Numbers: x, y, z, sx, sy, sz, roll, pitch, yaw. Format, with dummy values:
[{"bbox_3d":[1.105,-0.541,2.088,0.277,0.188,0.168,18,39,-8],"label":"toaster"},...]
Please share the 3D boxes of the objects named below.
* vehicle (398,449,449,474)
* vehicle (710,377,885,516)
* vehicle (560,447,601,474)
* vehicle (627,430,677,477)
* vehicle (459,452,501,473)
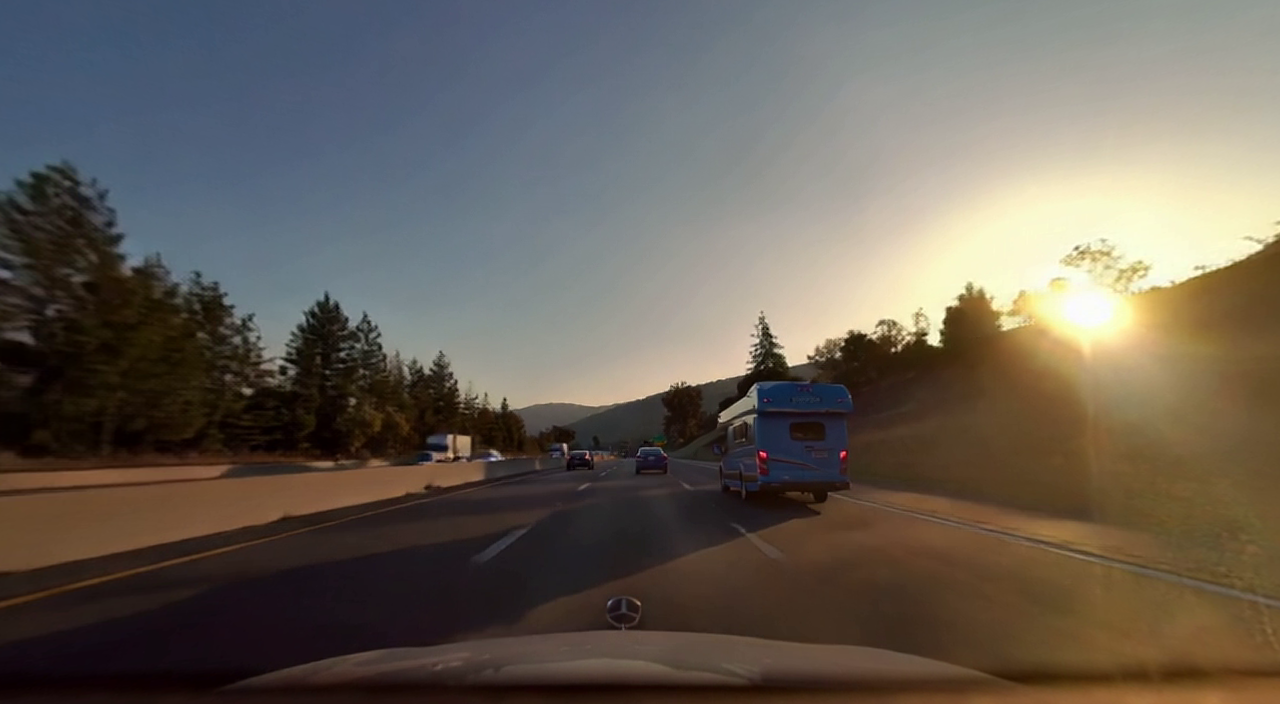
[{"bbox_3d":[-15.182,7.678,44.522,1.953,1.647,4.472,0,-9,1],"label":"vehicle"},{"bbox_3d":[3.709,2.532,16.980,2.607,2.910,7.252,0,-9,-2],"label":"vehicle"},{"bbox_3d":[-3.546,6.563,38.267,1.959,1.502,4.559,0,-9,1],"label":"vehicle"},{"bbox_3d":[0.589,5.531,34.482,2.524,2.310,4.986,0,-9,0],"label":"vehicle"},{"bbox_3d":[-11.160,7.721,44.243,1.794,1.424,3.959,0,-9,1],"label":"vehicle"}]
